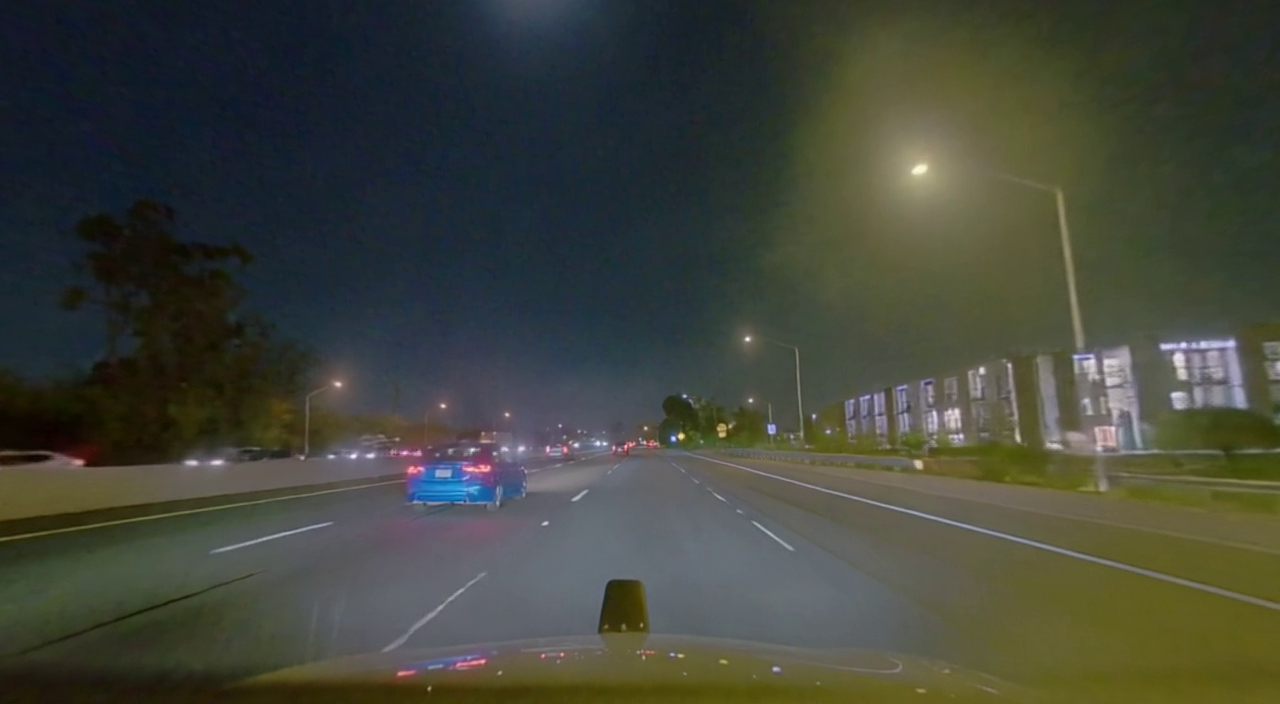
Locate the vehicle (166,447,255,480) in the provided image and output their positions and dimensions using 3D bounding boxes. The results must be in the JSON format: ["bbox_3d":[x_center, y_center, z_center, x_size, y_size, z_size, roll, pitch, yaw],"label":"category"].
[{"bbox_3d":[-24.261,6.281,35.854,1.962,1.683,4.387,0,-8,0],"label":"vehicle"}]

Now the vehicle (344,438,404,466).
[{"bbox_3d":[-20.847,7.833,49.699,2.160,2.020,5.622,0,-8,1],"label":"vehicle"}]

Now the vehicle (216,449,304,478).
[{"bbox_3d":[-21.162,6.204,35.367,1.898,1.481,4.682,0,-8,1],"label":"vehicle"}]

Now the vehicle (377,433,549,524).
[{"bbox_3d":[-3.475,2.596,13.613,2.144,1.565,4.951,0,-8,2],"label":"vehicle"}]
